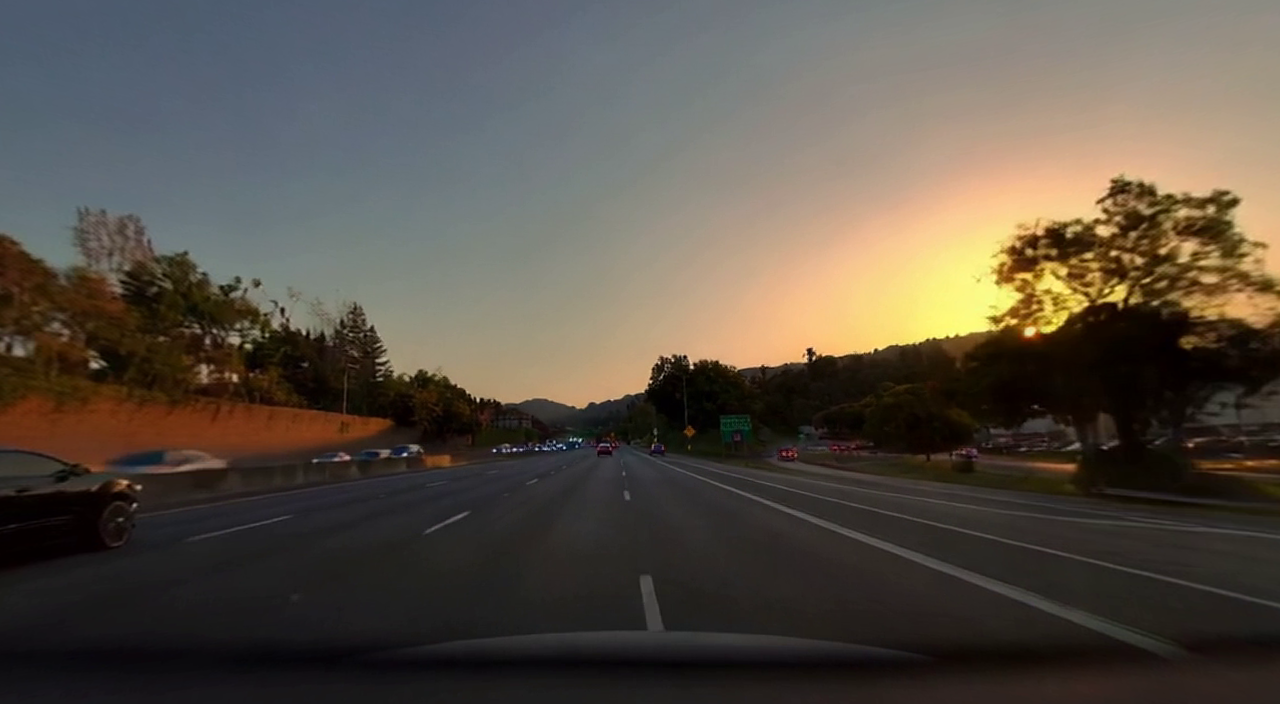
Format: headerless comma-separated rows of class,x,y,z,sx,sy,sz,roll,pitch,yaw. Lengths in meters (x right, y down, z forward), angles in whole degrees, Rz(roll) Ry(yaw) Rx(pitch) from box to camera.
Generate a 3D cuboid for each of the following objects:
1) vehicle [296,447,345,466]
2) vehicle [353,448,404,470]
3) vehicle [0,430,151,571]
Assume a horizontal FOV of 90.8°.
vehicle,-25.172,8.232,49.913,1.890,1.463,3.902,0,-9,-2
vehicle,-18.523,7.583,44.972,1.952,1.427,4.195,0,-9,-2
vehicle,-7.926,1.580,6.646,2.060,1.507,4.494,0,-9,-2
